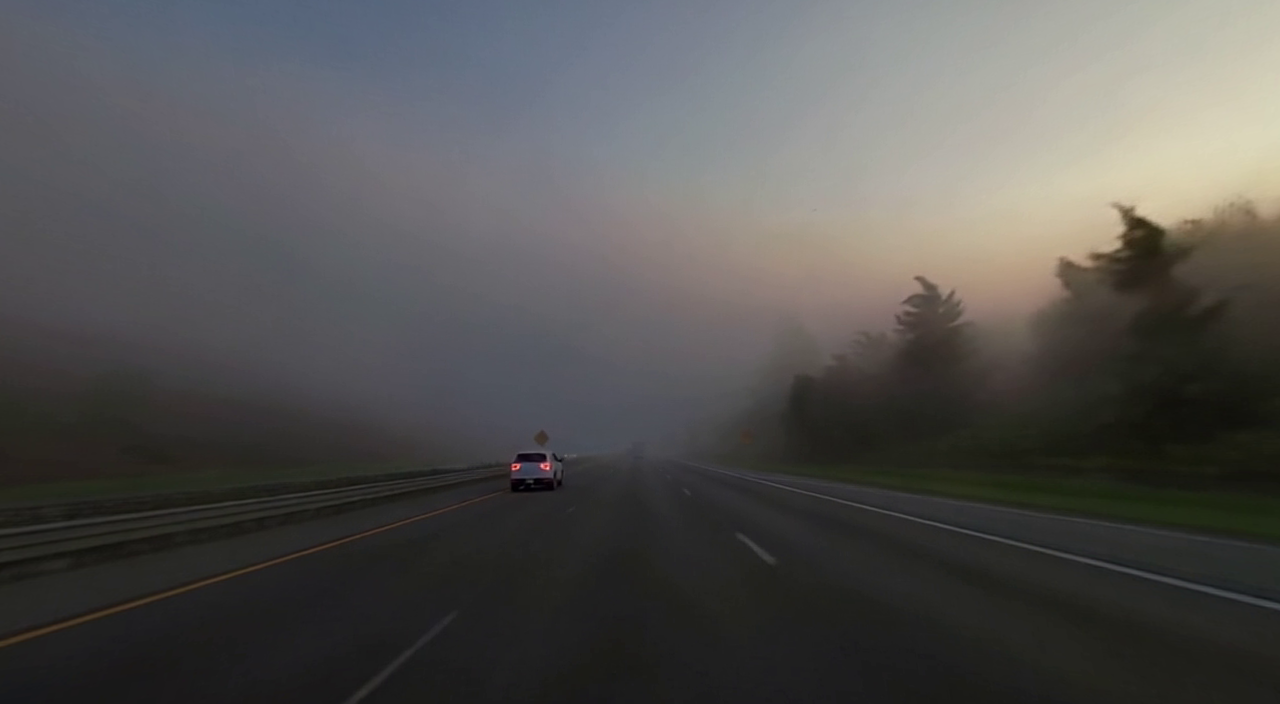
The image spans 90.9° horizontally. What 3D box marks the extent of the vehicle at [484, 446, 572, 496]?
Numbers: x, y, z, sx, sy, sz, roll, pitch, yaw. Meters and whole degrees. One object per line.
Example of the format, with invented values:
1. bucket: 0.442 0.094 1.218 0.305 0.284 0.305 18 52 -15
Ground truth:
1. vehicle: -3.589 3.926 21.163 2.054 1.475 4.708 0 -9 0
